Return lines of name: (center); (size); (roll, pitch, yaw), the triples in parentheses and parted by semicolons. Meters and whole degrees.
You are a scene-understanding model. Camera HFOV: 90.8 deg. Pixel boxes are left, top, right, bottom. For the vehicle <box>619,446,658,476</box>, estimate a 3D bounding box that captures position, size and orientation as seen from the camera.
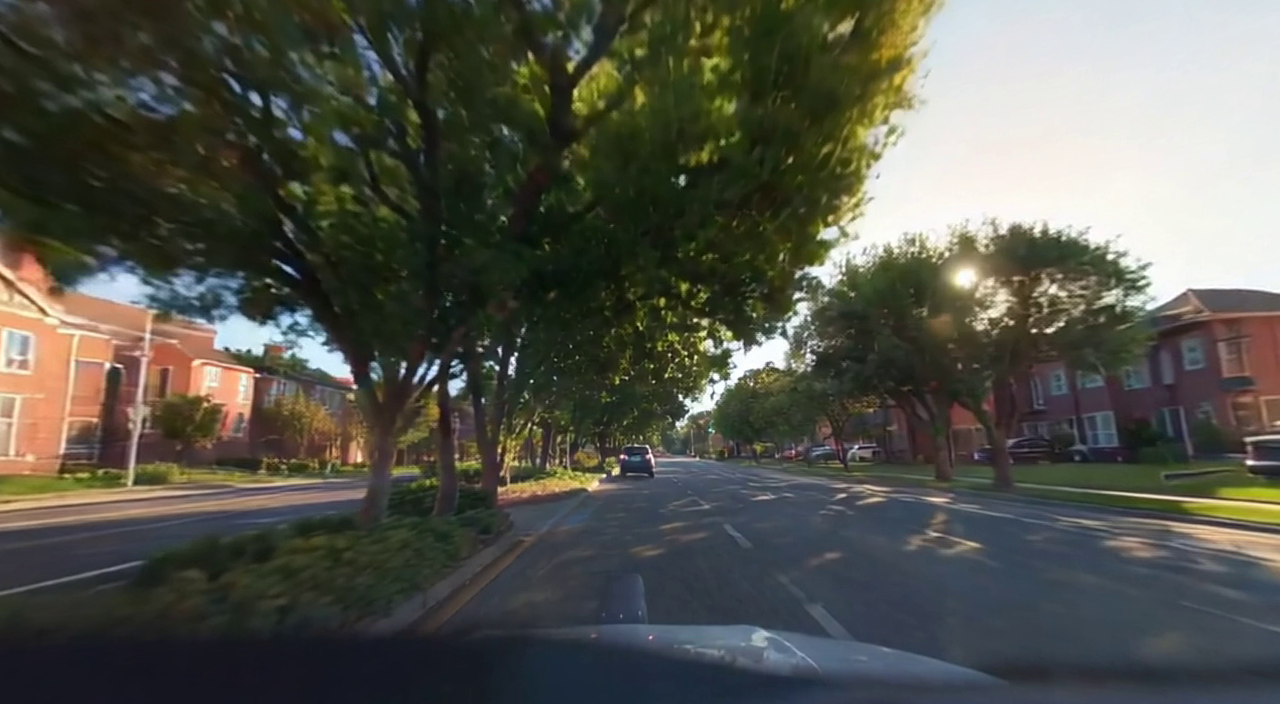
vehicle: (-0.039, 6.171, 36.100); (2.093, 1.591, 4.247); (0, -9, 1)
